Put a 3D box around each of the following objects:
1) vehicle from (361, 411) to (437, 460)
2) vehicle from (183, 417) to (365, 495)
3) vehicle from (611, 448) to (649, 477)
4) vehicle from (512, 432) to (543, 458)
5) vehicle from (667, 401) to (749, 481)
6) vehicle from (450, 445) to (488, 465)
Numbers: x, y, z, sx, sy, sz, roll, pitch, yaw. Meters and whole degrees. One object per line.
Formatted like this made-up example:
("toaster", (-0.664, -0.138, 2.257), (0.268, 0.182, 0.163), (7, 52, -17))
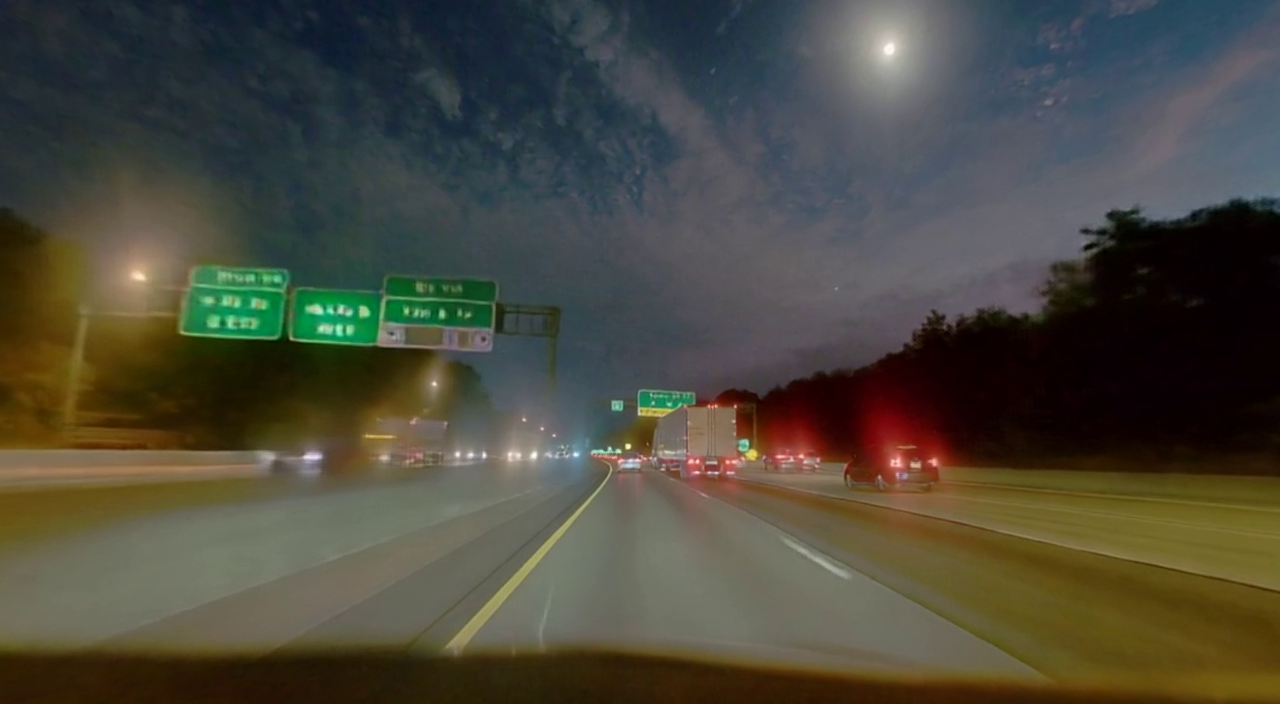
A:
("vehicle", (-12.050, 4.281, 31.868), (2.161, 2.281, 4.072), (0, -9, 1))
("vehicle", (-8.022, 2.341, 14.371), (2.005, 1.497, 4.075), (1, -9, -6))
("vehicle", (-0.638, 6.485, 37.104), (2.111, 1.599, 3.859), (0, -9, -2))
("vehicle", (-8.293, 6.867, 46.612), (2.073, 1.806, 4.773), (1, -9, -8))
("vehicle", (3.683, 5.460, 38.168), (2.931, 4.009, 12.800), (0, -9, -3))
("vehicle", (-12.802, 7.736, 47.284), (1.845, 1.441, 3.969), (0, -9, -2))
